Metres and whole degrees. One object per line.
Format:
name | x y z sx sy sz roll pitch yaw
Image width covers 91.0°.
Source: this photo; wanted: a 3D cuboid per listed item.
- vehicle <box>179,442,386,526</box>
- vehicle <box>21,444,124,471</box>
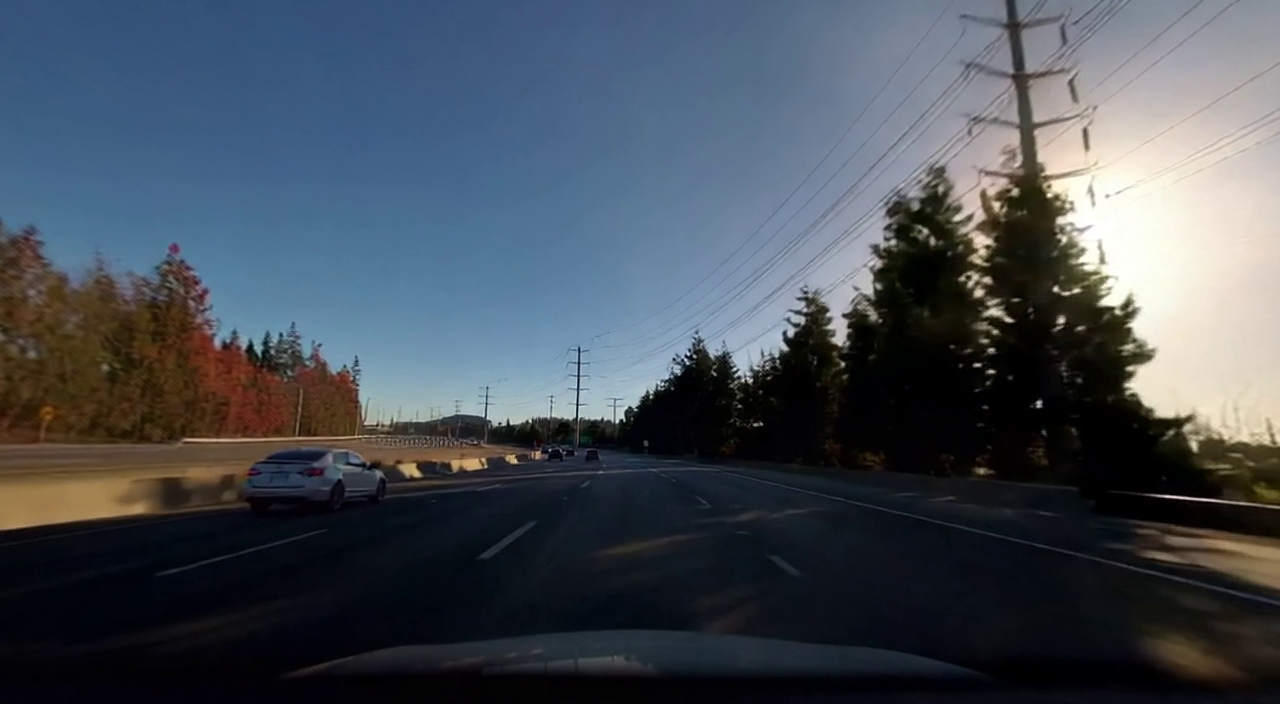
vehicle | -7.435 2.760 13.731 1.999 1.527 4.238 0 -9 0
vehicle | -33.335 6.205 37.222 1.816 1.505 4.663 0 -9 -2
